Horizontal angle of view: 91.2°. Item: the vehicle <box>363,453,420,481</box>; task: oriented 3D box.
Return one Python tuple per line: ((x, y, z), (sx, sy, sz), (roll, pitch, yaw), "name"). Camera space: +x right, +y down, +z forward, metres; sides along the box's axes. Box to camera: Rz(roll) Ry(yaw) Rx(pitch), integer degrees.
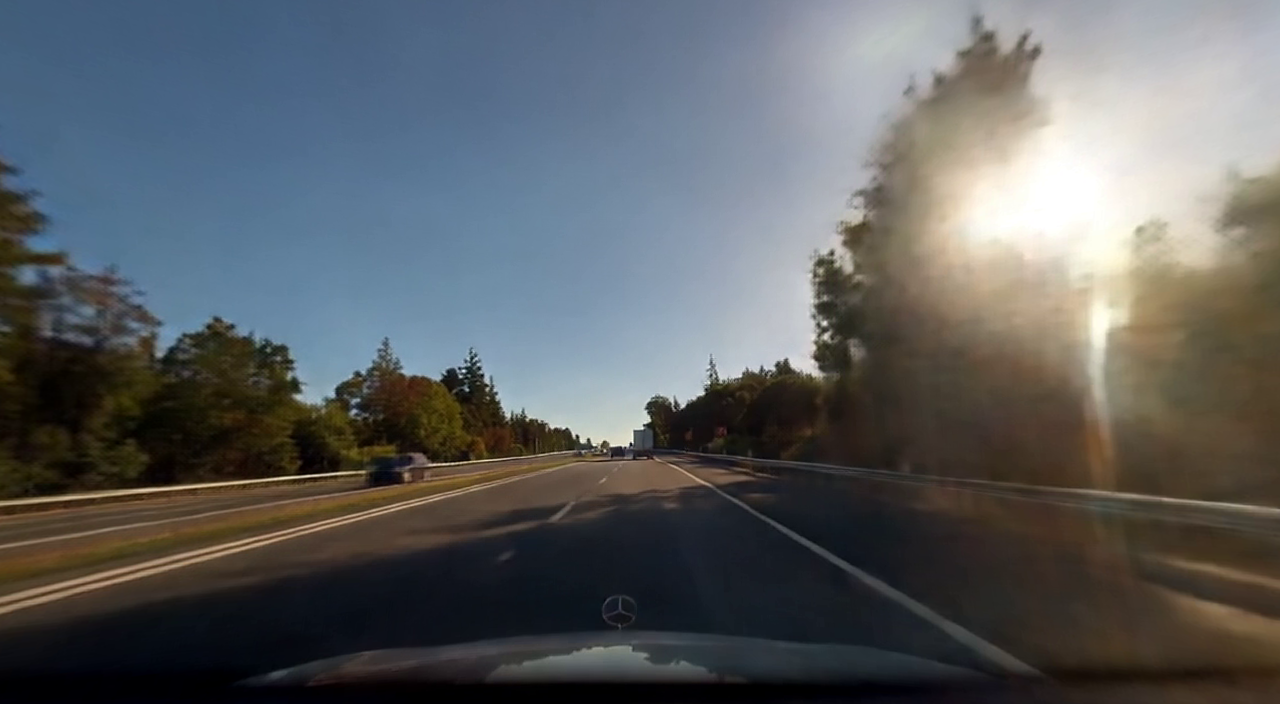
((-17.201, 7.960, 43.615), (1.978, 1.828, 4.675), (0, -9, 0), "vehicle")
